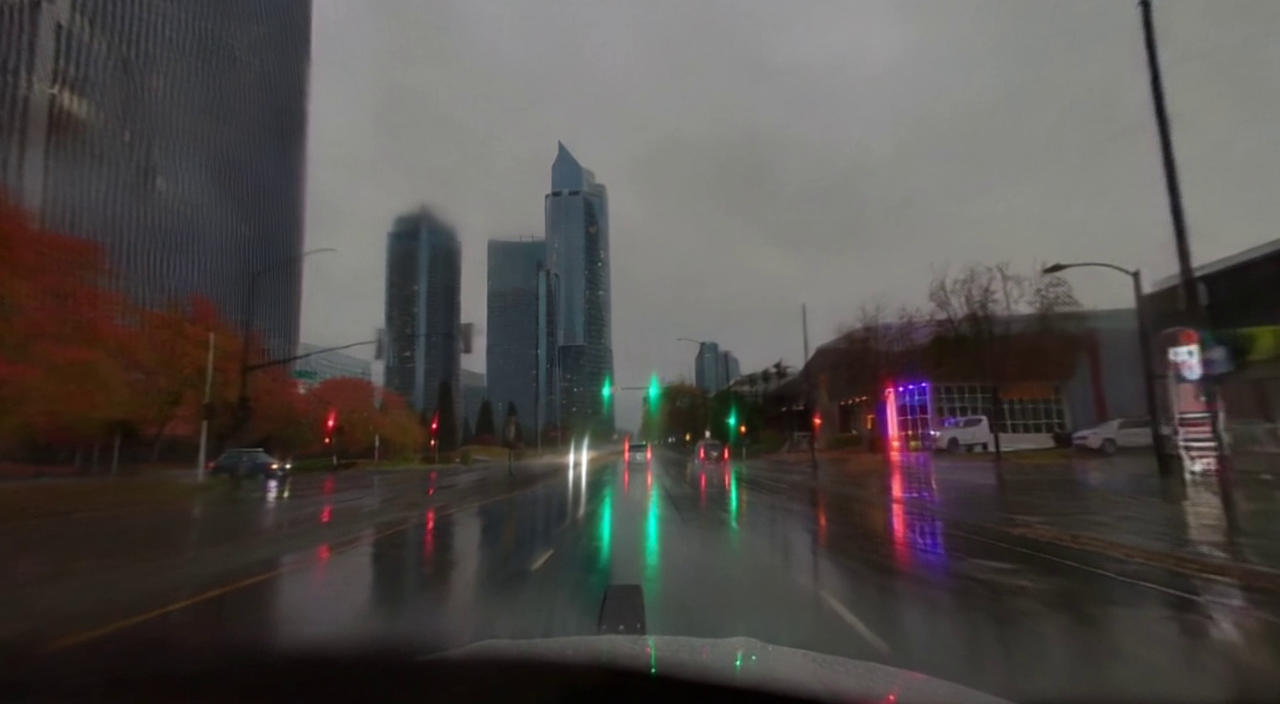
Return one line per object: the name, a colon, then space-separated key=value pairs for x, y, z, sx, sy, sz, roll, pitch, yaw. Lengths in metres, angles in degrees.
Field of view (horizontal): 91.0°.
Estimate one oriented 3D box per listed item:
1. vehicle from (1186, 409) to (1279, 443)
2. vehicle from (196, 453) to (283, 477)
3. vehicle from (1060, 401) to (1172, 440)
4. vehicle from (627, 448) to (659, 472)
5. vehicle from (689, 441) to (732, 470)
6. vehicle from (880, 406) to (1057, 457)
vehicle: x=30.427 y=3.784 z=31.838 sx=1.729 sy=1.507 sz=4.279 roll=-1 pitch=-9 yaw=1
vehicle: x=-26.793 y=7.540 z=42.184 sx=4.500 sy=1.555 sz=1.913 roll=0 pitch=-9 yaw=3
vehicle: x=23.421 y=3.466 z=31.268 sx=1.887 sy=1.635 sz=4.695 roll=1 pitch=-9 yaw=0
vehicle: x=0.186 y=7.126 z=41.698 sx=2.014 sy=1.525 sz=4.197 roll=0 pitch=-9 yaw=-1
vehicle: x=4.525 y=6.757 z=41.230 sx=2.174 sy=1.749 sz=4.739 roll=0 pitch=-9 yaw=-2
vehicle: x=23.647 y=5.858 z=45.944 sx=10.893 sy=3.534 sz=3.195 roll=0 pitch=-9 yaw=5
